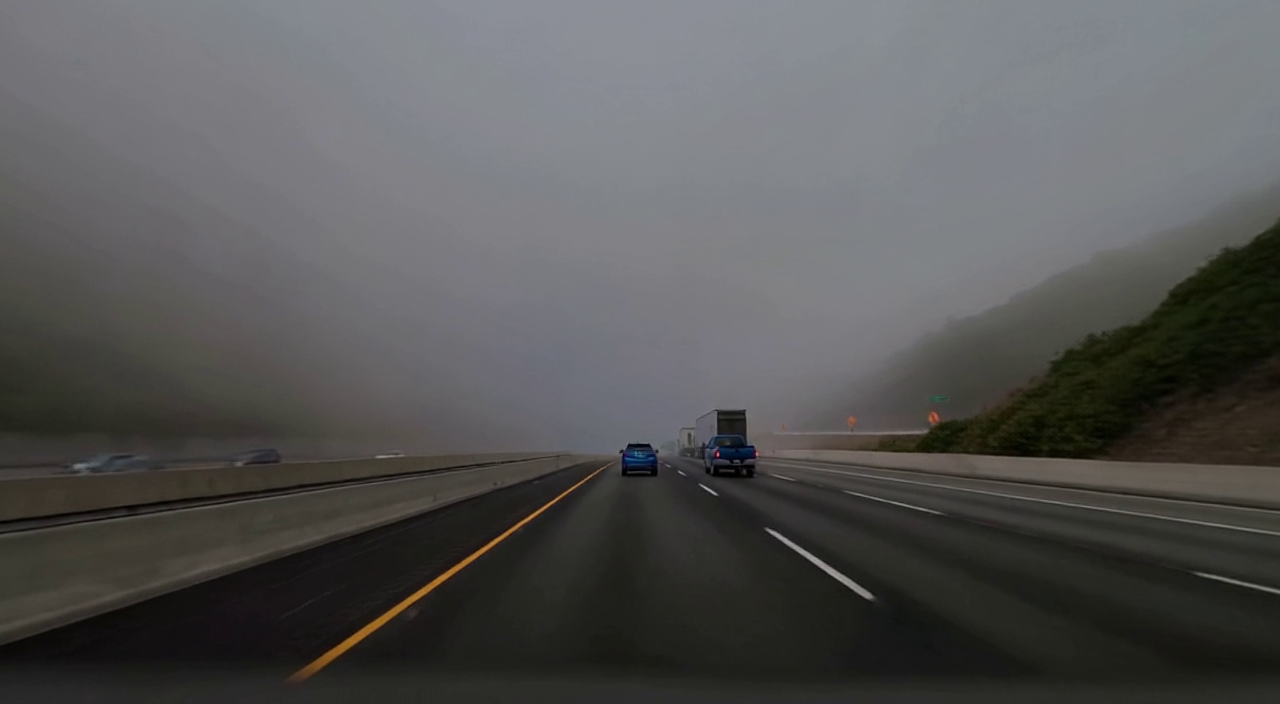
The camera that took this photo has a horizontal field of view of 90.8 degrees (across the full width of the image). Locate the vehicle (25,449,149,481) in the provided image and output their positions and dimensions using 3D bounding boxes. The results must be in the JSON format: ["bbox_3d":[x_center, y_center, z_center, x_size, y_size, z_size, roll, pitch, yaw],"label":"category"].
[{"bbox_3d":[-31.608,6.436,36.439,2.105,1.655,5.611,0,-8,0],"label":"vehicle"}]

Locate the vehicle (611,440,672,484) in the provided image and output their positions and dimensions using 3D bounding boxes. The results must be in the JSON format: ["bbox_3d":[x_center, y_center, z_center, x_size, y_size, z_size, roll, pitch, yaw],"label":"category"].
[{"bbox_3d":[-0.008,4.073,23.592,2.083,1.477,3.965,0,-9,-1],"label":"vehicle"}]

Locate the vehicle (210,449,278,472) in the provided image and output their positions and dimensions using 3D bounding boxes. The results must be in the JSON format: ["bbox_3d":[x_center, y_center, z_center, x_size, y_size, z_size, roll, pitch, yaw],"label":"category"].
[{"bbox_3d":[-27.848,7.597,44.629,1.844,1.471,4.802,0,-8,-1],"label":"vehicle"}]

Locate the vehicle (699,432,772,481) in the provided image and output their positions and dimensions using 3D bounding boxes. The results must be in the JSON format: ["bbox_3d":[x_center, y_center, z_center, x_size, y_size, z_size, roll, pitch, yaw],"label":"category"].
[{"bbox_3d":[3.740,4.213,25.682,2.098,1.794,4.561,0,-9,-2],"label":"vehicle"}]
